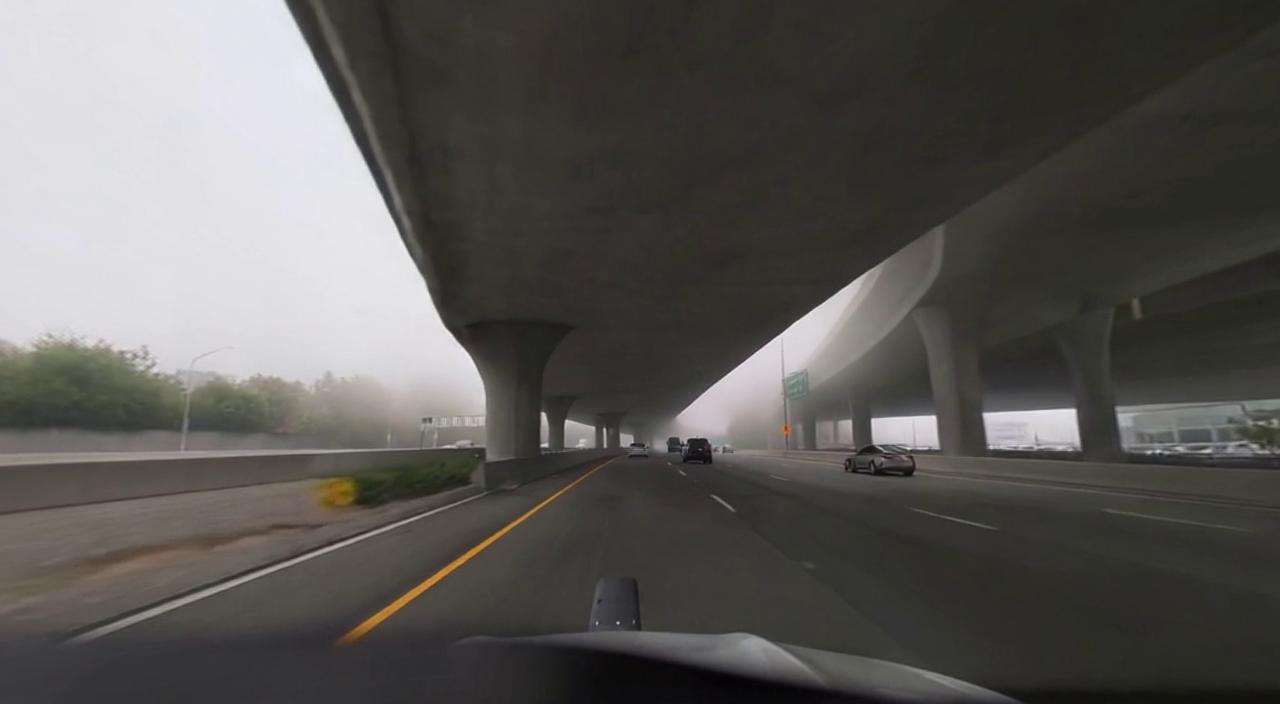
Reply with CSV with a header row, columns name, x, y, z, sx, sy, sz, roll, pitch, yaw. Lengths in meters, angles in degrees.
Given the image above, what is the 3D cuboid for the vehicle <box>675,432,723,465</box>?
name,x,y,z,sx,sy,sz,roll,pitch,yaw
vehicle,3.350,5.617,36.748,2.226,1.779,4.835,0,-9,-1

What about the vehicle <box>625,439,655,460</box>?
name,x,y,z,sx,sy,sz,roll,pitch,yaw
vehicle,0.065,7.082,45.881,2.046,1.475,3.784,0,-9,2
